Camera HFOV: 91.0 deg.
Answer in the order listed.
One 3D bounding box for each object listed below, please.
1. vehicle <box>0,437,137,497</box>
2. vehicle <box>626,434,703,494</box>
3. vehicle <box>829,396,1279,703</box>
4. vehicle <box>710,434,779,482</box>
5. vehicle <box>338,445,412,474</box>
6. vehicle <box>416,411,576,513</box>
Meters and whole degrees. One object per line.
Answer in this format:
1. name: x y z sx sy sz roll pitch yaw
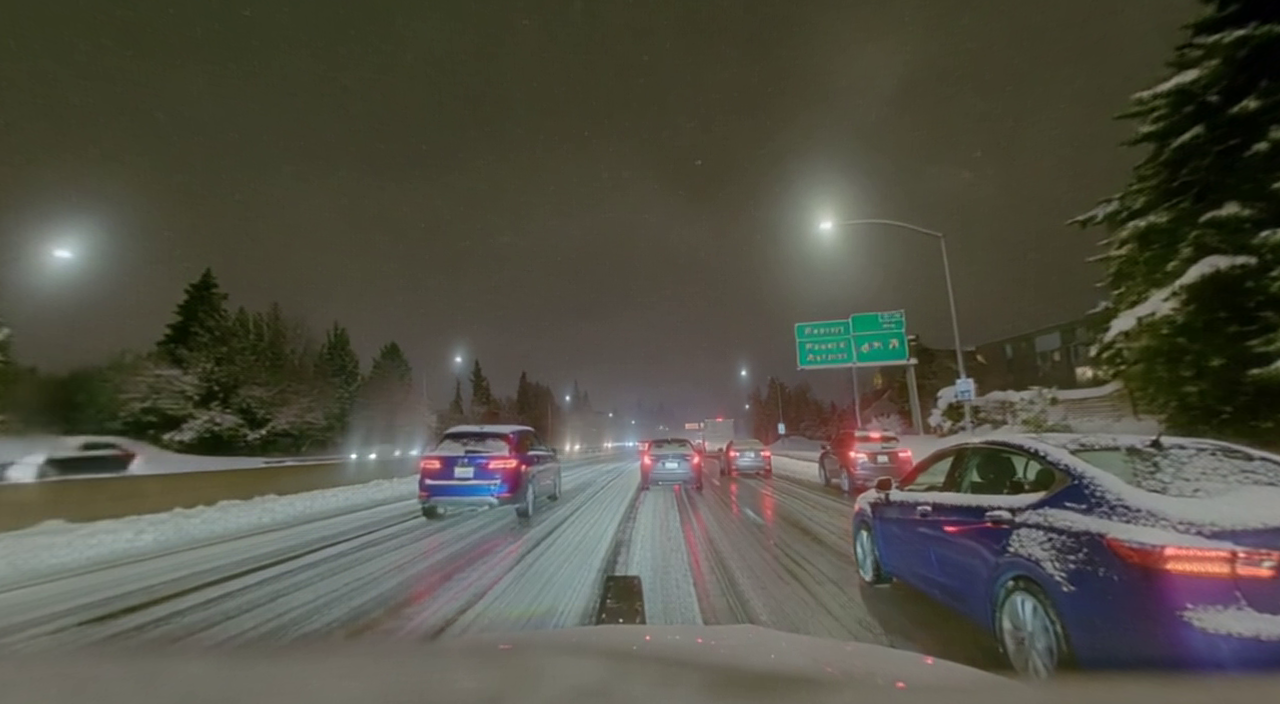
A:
1. vehicle: -19.009 3.609 20.079 1.993 1.680 4.505 0 -9 3
2. vehicle: 0.713 3.320 18.938 2.074 1.614 3.803 0 -9 2
3. vehicle: 3.029 1.241 4.385 2.009 1.489 4.559 0 -9 0
4. vehicle: 3.980 4.107 24.656 2.076 1.684 4.241 0 -9 2
5. vehicle: -14.841 6.030 35.537 1.881 1.502 4.680 -1 -9 3
6. vehicle: -3.094 2.565 15.057 2.434 1.965 5.305 0 -9 1
